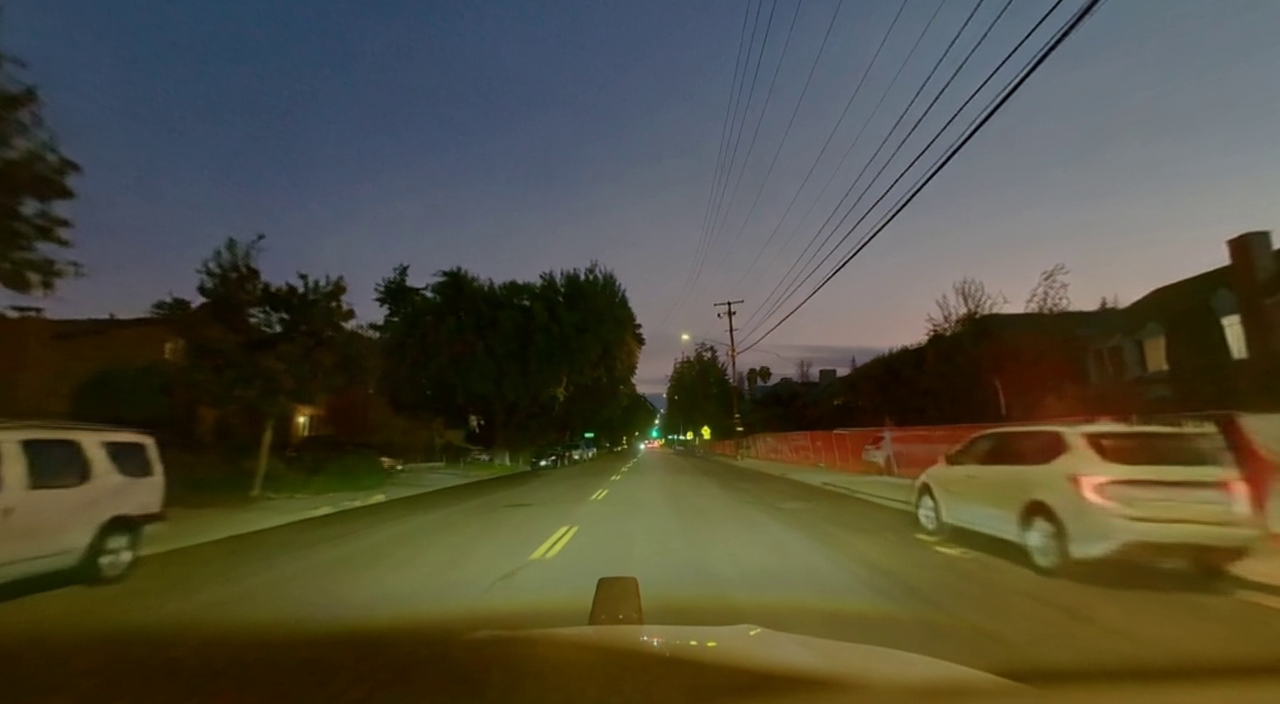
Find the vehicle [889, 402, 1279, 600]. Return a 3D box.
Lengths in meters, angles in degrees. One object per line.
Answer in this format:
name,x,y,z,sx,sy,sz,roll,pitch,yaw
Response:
vehicle,4.571,1.471,7.062,1.902,1.542,4.099,0,-8,0

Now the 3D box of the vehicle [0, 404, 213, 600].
vehicle,-6.959,1.474,6.296,2.055,1.806,4.540,-1,-8,3

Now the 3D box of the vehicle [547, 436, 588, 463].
vehicle,-5.258,7.195,46.435,2.158,1.837,4.659,-1,-10,3

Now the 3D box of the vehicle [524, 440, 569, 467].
vehicle,-5.737,6.267,39.139,1.771,1.512,4.281,2,-9,5

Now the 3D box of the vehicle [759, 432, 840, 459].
vehicle,10.772,6.321,42.868,4.920,1.759,1.998,0,-8,-1

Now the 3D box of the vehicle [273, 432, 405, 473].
vehicle,-13.088,4.385,27.671,4.752,1.734,1.998,0,-8,1
